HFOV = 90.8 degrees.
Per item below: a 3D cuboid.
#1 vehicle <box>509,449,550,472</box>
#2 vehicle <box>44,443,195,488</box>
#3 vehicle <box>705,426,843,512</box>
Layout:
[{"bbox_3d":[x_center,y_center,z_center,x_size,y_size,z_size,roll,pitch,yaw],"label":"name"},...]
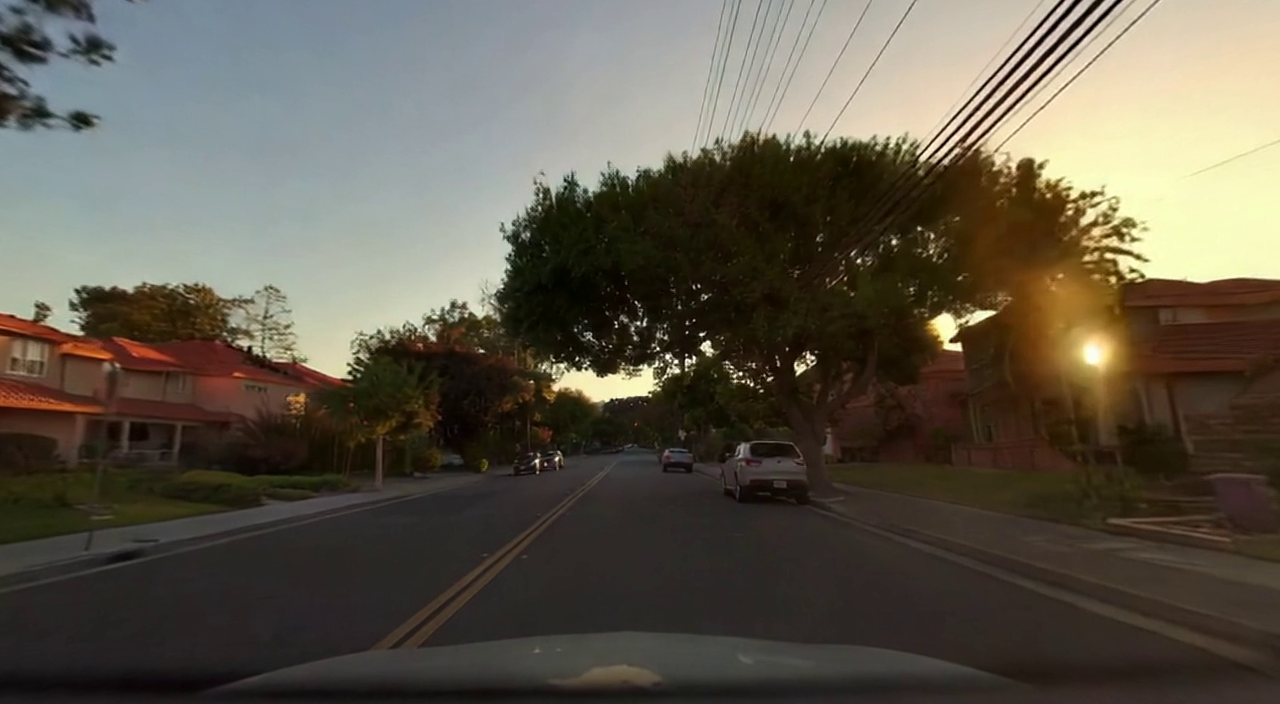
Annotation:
[{"bbox_3d":[-7.604,7.529,44.077,1.956,1.515,4.607,0,-8,1],"label":"vehicle"},{"bbox_3d":[-22.253,4.827,27.380,2.139,1.746,5.099,0,-8,1],"label":"vehicle"},{"bbox_3d":[3.231,2.946,16.531,2.114,1.858,5.144,0,-8,-4],"label":"vehicle"}]
